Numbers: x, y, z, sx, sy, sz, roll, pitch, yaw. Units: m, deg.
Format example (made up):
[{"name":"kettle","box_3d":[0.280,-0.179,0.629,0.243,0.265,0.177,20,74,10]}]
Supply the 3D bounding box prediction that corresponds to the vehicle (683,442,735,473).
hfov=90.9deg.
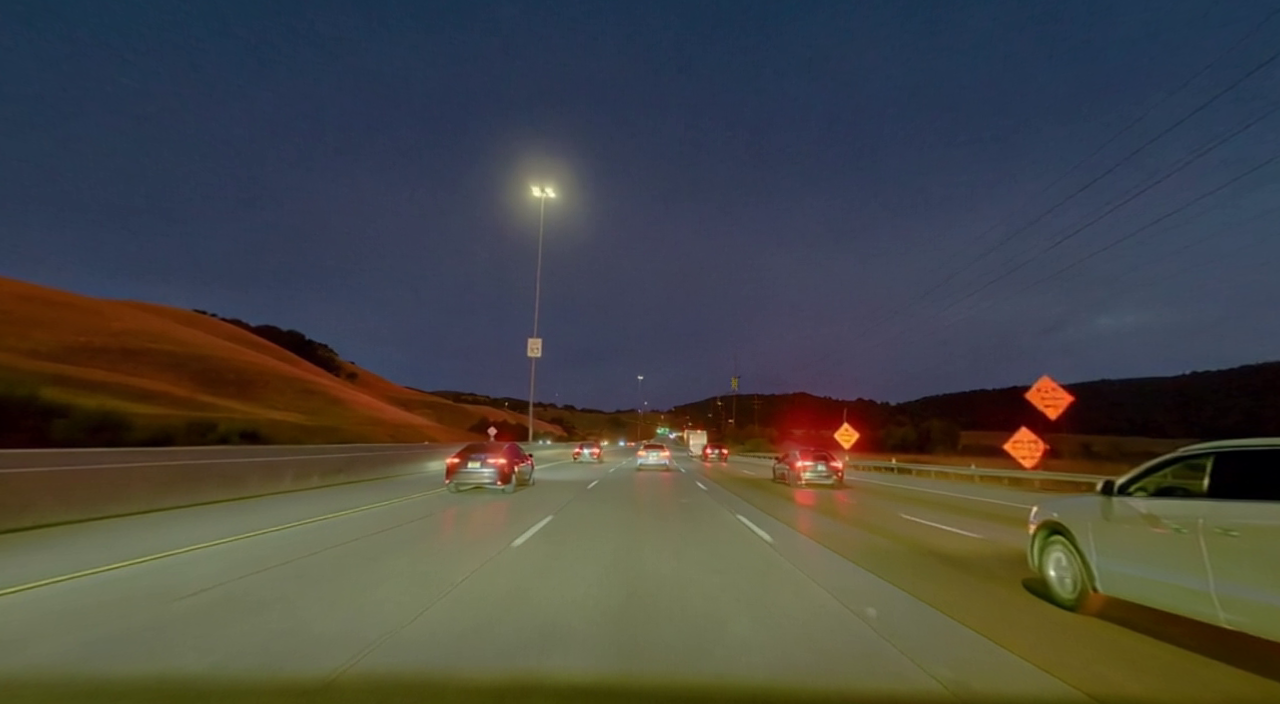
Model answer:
[{"name":"vehicle","box_3d":[3.505,5.408,32.617,2.177,1.453,4.205,0,-8,0]}]

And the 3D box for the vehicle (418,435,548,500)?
[{"name":"vehicle","box_3d":[-3.834,2.905,16.296,2.232,1.438,4.163,0,-8,1]}]

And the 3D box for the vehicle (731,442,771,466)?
[{"name":"vehicle","box_3d":[8.170,7.520,46.832,2.042,1.684,4.609,0,-8,0]}]

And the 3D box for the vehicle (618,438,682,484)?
[{"name":"vehicle","box_3d":[0.340,3.935,23.121,2.138,1.473,4.392,0,-8,0]}]

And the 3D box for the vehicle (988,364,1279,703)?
[{"name":"vehicle","box_3d":[3.848,0.885,2.743,2.018,1.670,4.658,0,-8,0]}]

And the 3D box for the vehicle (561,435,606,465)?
[{"name":"vehicle","box_3d":[-3.289,5.817,37.665,2.234,1.675,4.527,0,-8,1]}]

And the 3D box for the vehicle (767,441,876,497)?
[{"name":"vehicle","box_3d":[5.263,3.413,18.916,1.867,1.465,4.093,0,-8,-3]}]
